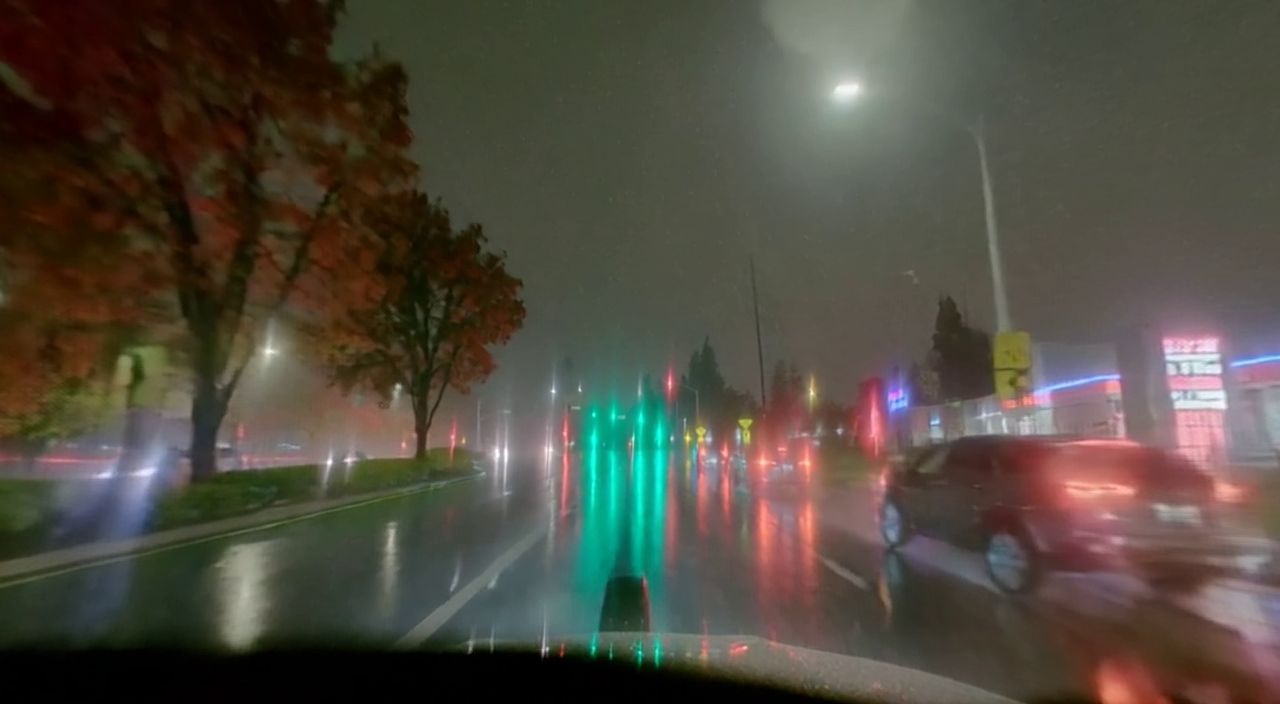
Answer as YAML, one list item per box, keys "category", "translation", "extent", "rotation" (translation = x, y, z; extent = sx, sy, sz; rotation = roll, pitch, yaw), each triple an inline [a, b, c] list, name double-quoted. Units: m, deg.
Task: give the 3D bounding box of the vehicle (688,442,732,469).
- category: "vehicle"
  translation: [3.982, 5.995, 36.809]
  extent: [1.939, 1.474, 4.716]
  rotation: [0, -8, -1]

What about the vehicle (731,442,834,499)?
- category: "vehicle"
  translation: [3.913, 3.326, 18.121]
  extent: [1.872, 1.431, 4.270]
  rotation: [0, -8, -1]

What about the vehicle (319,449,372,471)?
- category: "vehicle"
  translation: [-21.960, 8.061, 47.205]
  extent: [1.832, 1.496, 4.458]
  rotation: [0, -8, 0]

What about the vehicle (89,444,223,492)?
- category: "vehicle"
  translation: [-17.385, 4.154, 22.925]
  extent: [1.764, 1.563, 3.872]
  rotation: [0, -8, 0]

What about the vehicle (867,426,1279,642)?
- category: "vehicle"
  translation: [4.098, 1.564, 6.486]
  extent: [1.913, 1.463, 4.198]
  rotation: [0, -8, 0]
